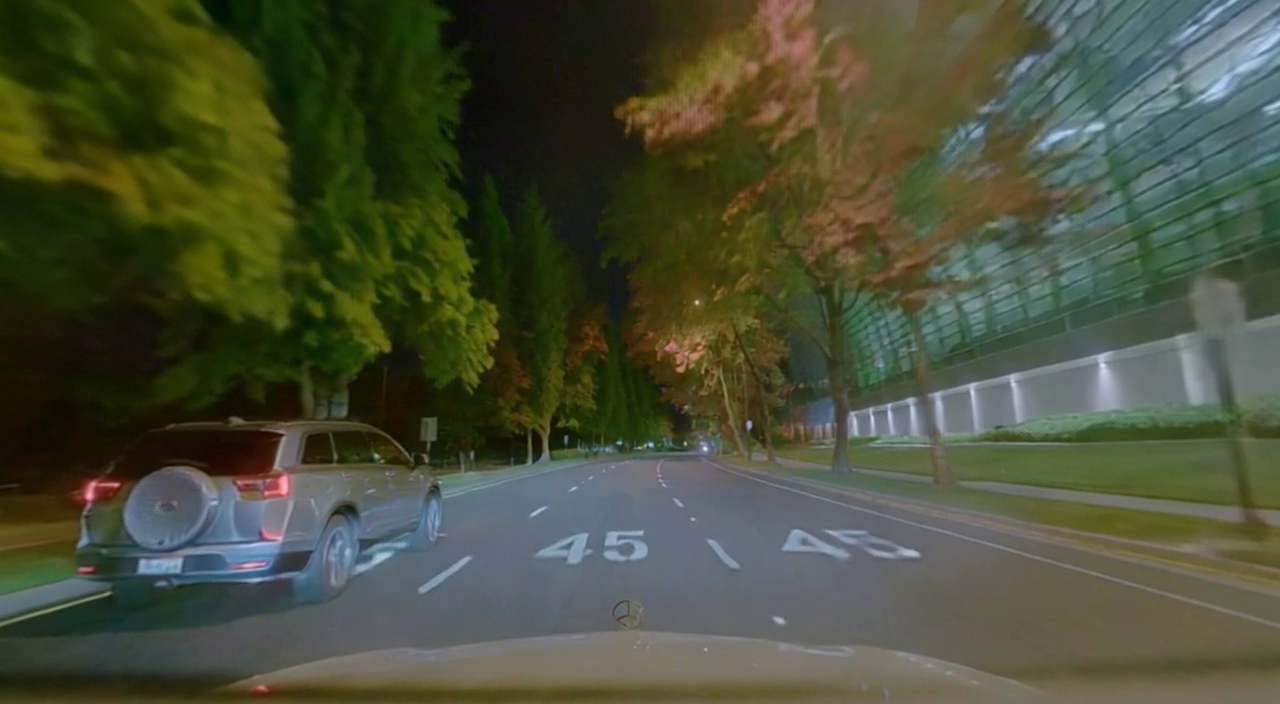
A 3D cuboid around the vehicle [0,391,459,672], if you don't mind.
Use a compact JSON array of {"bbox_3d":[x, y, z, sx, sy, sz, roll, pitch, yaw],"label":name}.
[{"bbox_3d":[-3.495,1.434,6.227,2.067,1.700,4.561,-1,-8,0],"label":"vehicle"}]
